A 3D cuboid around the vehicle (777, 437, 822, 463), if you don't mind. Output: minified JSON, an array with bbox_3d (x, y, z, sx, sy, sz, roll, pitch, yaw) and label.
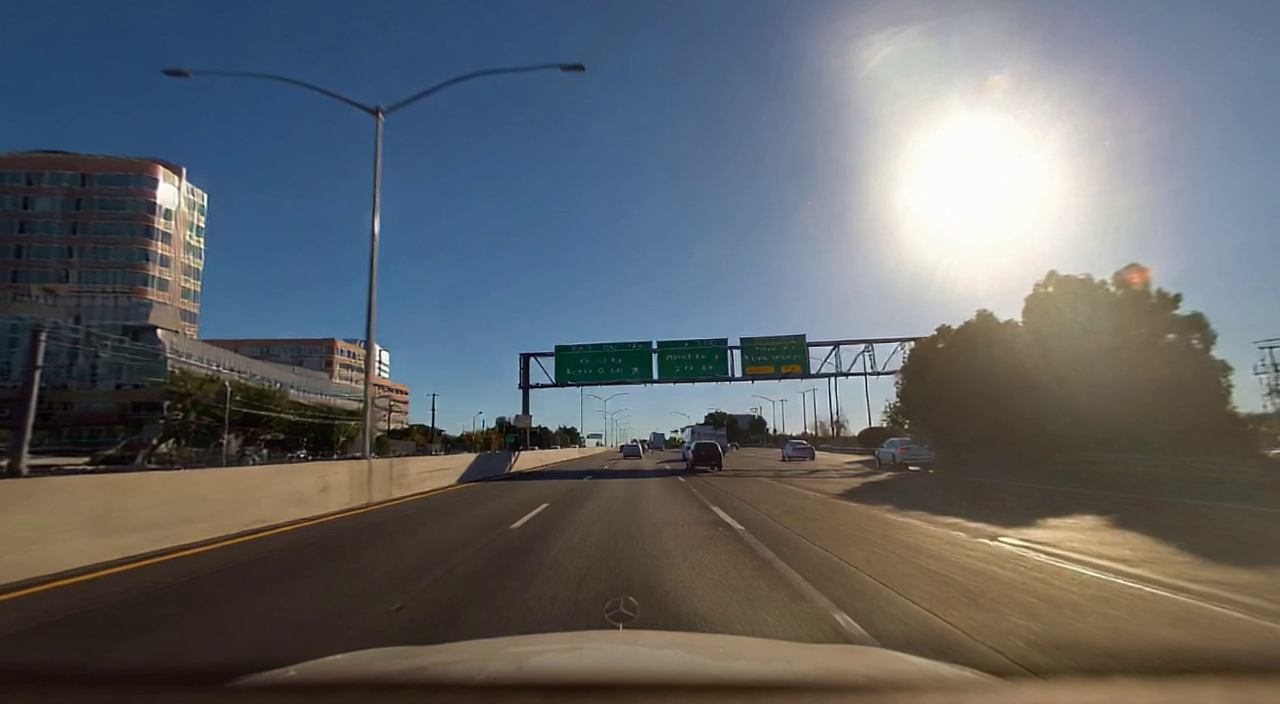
[{"bbox_3d":[11.575,7.157,46.292,2.070,1.782,5.006,0,-8,1],"label":"vehicle"}]

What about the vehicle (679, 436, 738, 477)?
[{"bbox_3d":[2.939,4.573,27.986,1.997,1.638,4.281,0,-8,-2],"label":"vehicle"}]

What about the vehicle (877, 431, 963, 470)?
[{"bbox_3d":[15.156,5.359,34.607,2.190,1.911,5.658,0,-8,1],"label":"vehicle"}]
